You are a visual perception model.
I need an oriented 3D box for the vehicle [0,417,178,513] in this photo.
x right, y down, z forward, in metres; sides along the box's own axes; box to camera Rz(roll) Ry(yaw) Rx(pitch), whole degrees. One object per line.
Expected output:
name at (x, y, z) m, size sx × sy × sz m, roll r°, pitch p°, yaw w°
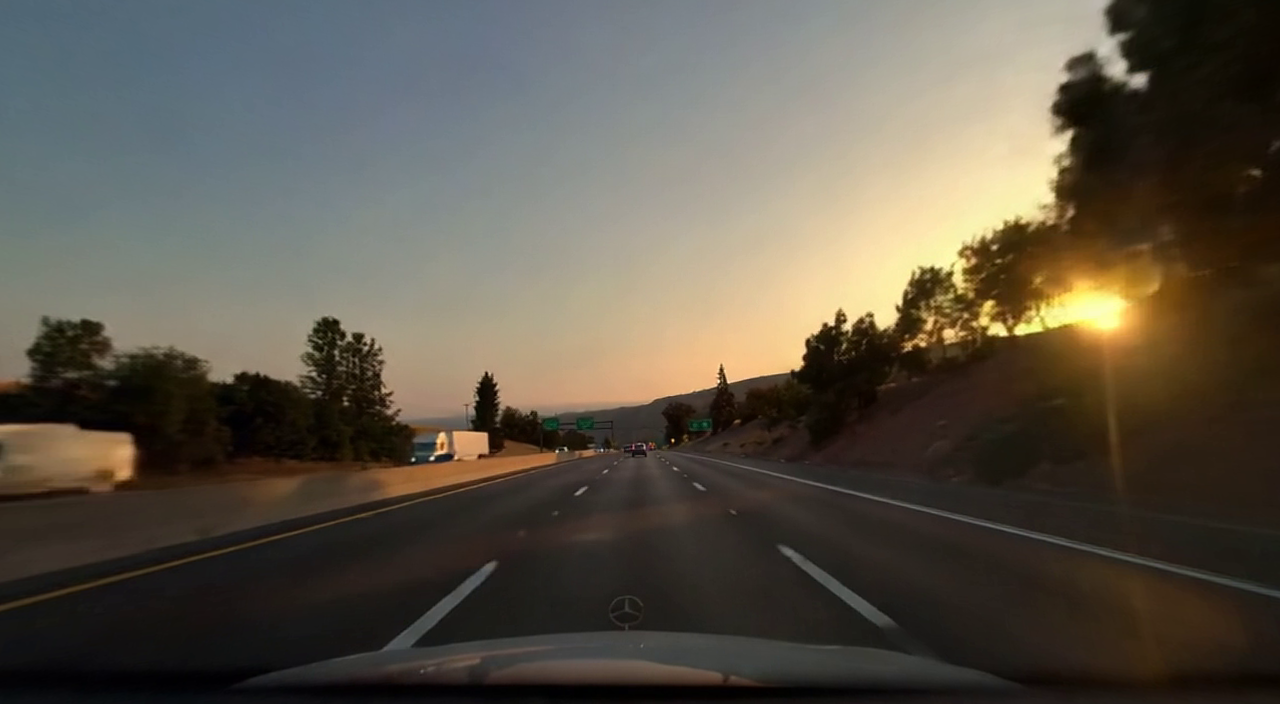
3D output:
vehicle at (-18.968, 3.703, 21.190) m, size 2.424 × 2.756 × 5.523 m, roll 0°, pitch -8°, yaw 1°
